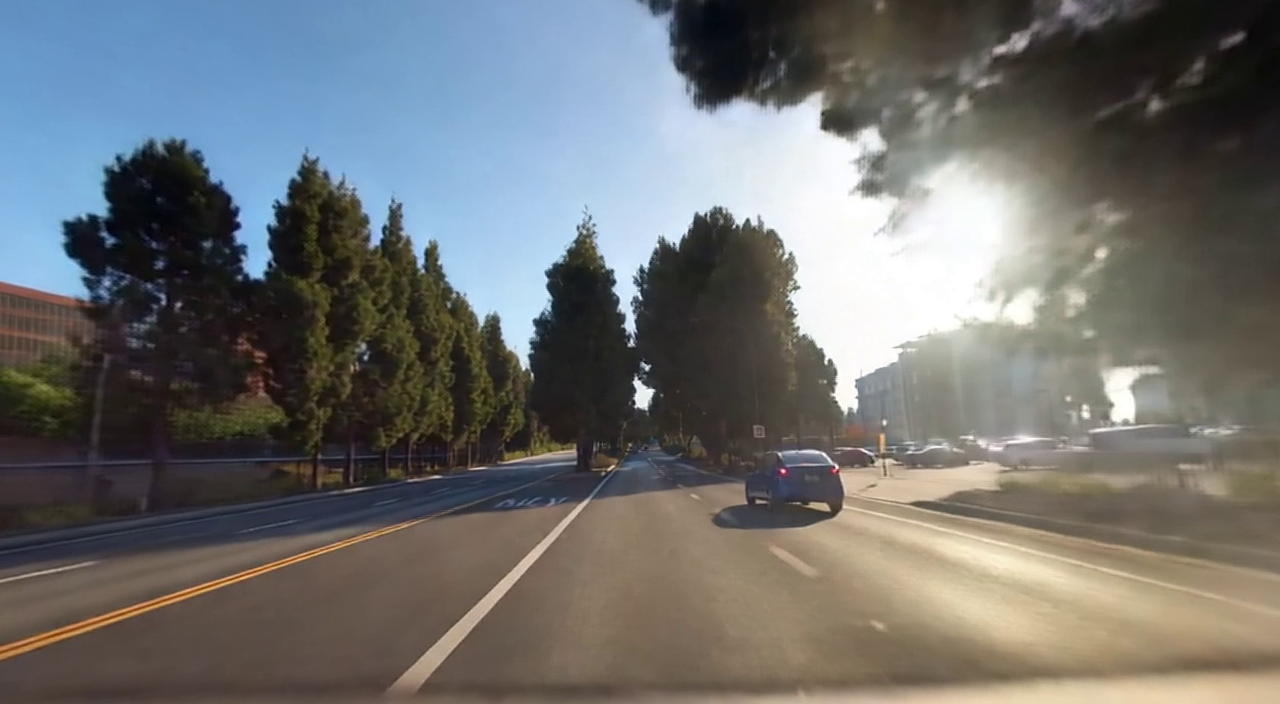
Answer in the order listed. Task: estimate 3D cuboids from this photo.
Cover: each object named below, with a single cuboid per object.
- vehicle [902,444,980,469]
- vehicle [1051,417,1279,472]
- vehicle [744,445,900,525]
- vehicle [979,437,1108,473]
[{"bbox_3d":[17.845,6.209,37.576,3.622,1.432,2.029,0,-9,-3],"label":"vehicle"},{"bbox_3d":[18.625,3.309,22.491,6.156,1.801,2.491,0,-9,1],"label":"vehicle"},{"bbox_3d":[3.825,2.870,14.280,2.114,1.493,4.430,0,-9,-1],"label":"vehicle"},{"bbox_3d":[18.177,4.638,28.617,4.436,1.556,1.997,0,-9,-1],"label":"vehicle"}]
